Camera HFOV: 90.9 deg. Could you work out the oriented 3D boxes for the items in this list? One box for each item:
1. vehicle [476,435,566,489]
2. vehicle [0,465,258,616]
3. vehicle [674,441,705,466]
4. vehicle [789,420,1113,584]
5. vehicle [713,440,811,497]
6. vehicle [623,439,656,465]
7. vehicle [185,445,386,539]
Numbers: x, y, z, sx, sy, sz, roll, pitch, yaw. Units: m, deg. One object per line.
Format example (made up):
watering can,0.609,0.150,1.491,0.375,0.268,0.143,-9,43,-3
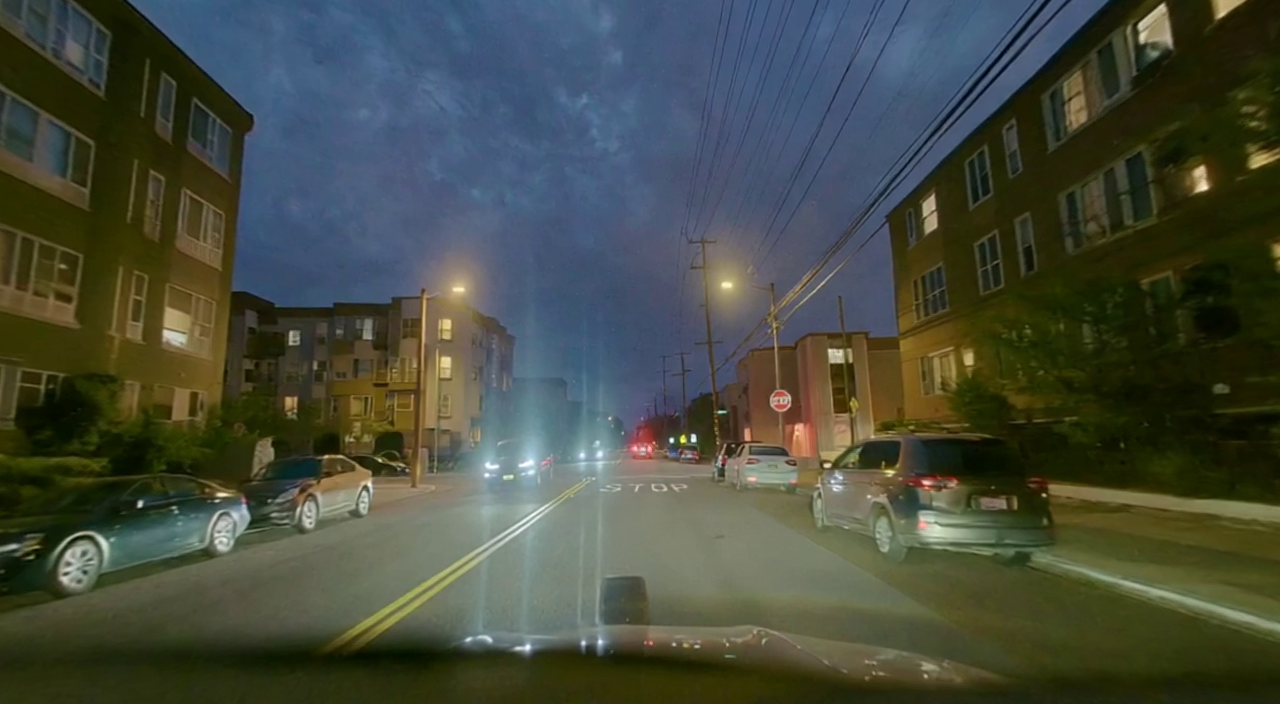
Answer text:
vehicle,-4.307,4.079,23.677,2.452,1.778,4.634,0,-9,1
vehicle,-7.571,2.324,8.560,1.953,1.417,4.449,-1,-9,1
vehicle,3.854,7.954,49.689,2.164,1.721,4.416,-4,-9,1
vehicle,3.750,1.889,8.872,2.040,1.637,4.734,0,-9,-1
vehicle,3.553,3.487,19.287,1.888,1.495,4.567,0,-9,-2
vehicle,-0.005,7.913,49.845,2.453,1.895,4.344,0,-9,0
vehicle,-7.560,2.972,14.084,1.928,1.721,4.429,0,-9,-1
